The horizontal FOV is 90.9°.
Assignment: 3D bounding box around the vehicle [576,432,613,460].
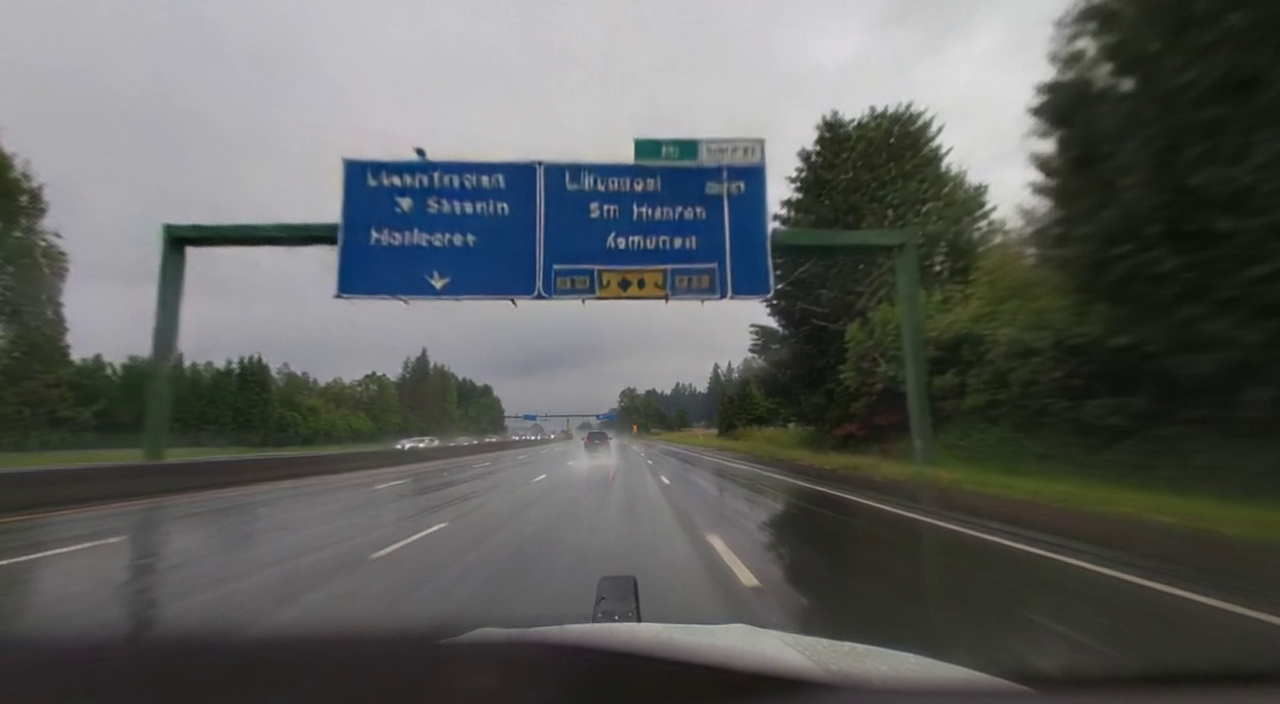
[{"bbox_3d":[-2.555,5.392,36.265,2.000,1.491,3.913,0,-8,-2],"label":"vehicle"}]
